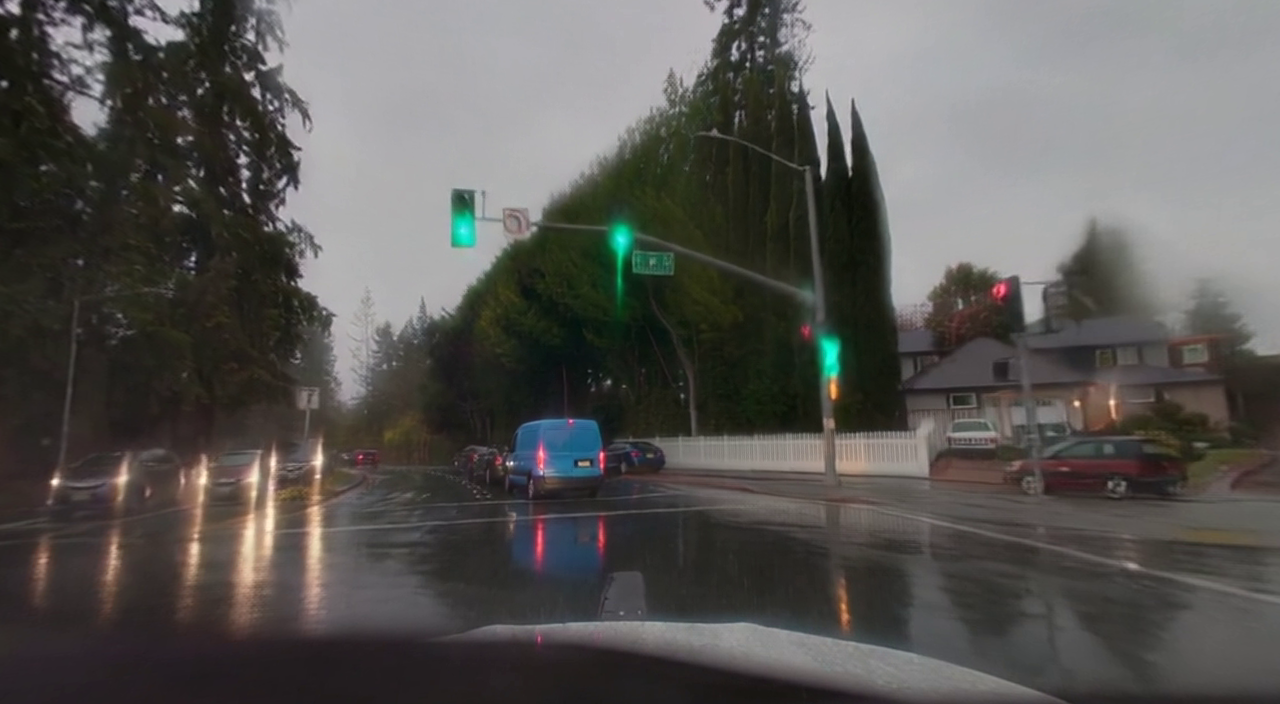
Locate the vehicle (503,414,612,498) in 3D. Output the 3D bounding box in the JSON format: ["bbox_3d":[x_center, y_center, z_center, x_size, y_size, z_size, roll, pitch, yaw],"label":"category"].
[{"bbox_3d":[-2.599,3.045,18.783,2.213,2.124,4.809,3,-9,-19],"label":"vehicle"}]

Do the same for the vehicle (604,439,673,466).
[{"bbox_3d":[-0.081,6.838,43.249,4.559,1.754,1.985,8,-12,-42],"label":"vehicle"}]

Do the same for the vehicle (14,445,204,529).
[{"bbox_3d":[-13.222,3.288,16.196,2.078,1.783,4.670,3,-9,-19],"label":"vehicle"}]

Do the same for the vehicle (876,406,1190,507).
[{"bbox_3d":[9.512,2.581,15.882,2.514,2.026,6.104,8,-12,-43],"label":"vehicle"}]

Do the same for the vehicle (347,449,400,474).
[{"bbox_3d":[-17.425,7.078,41.178,1.911,1.493,4.291,7,-11,-39],"label":"vehicle"}]

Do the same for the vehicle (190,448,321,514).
[{"bbox_3d":[-9.877,3.280,16.651,1.952,1.461,4.377,3,-9,-18],"label":"vehicle"}]

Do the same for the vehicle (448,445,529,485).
[{"bbox_3d":[-6.223,4.501,25.570,2.008,1.445,4.386,5,-10,-29],"label":"vehicle"}]
